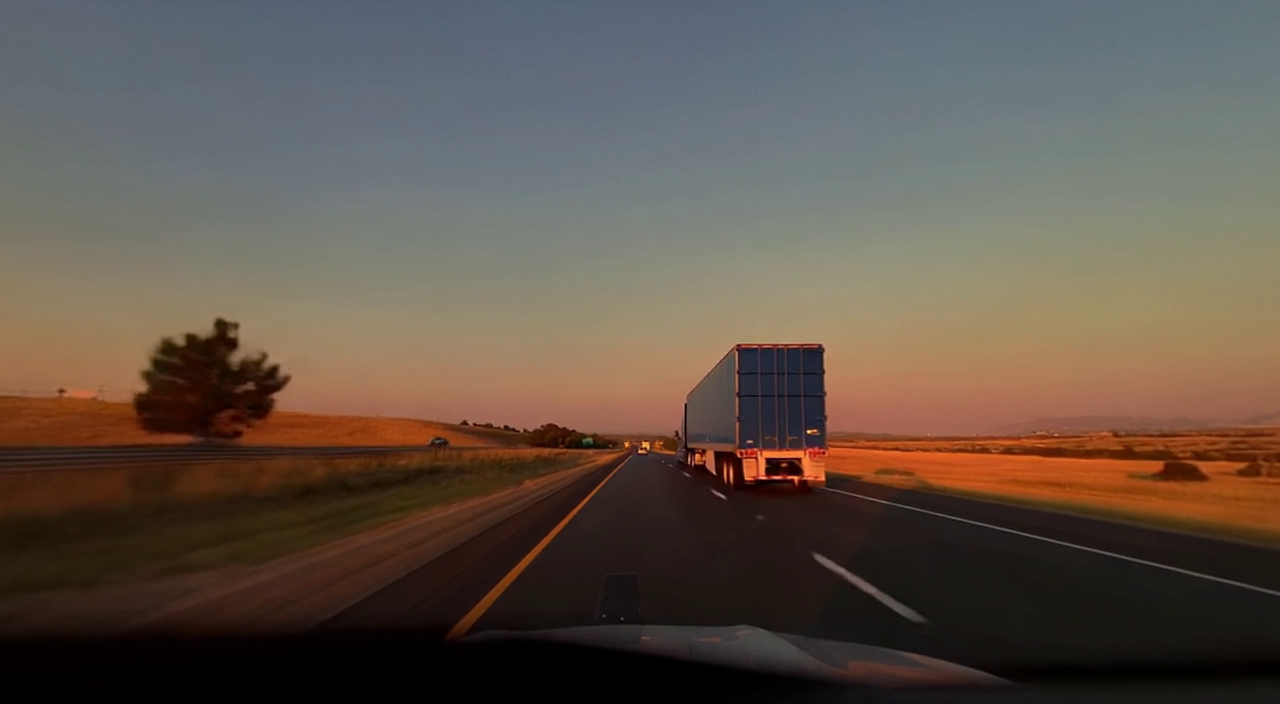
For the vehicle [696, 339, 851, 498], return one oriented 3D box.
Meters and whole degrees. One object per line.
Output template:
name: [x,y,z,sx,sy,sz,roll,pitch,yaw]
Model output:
vehicle: [4.079,2.708,23.128,2.818,4.206,12.987,0,-9,0]
